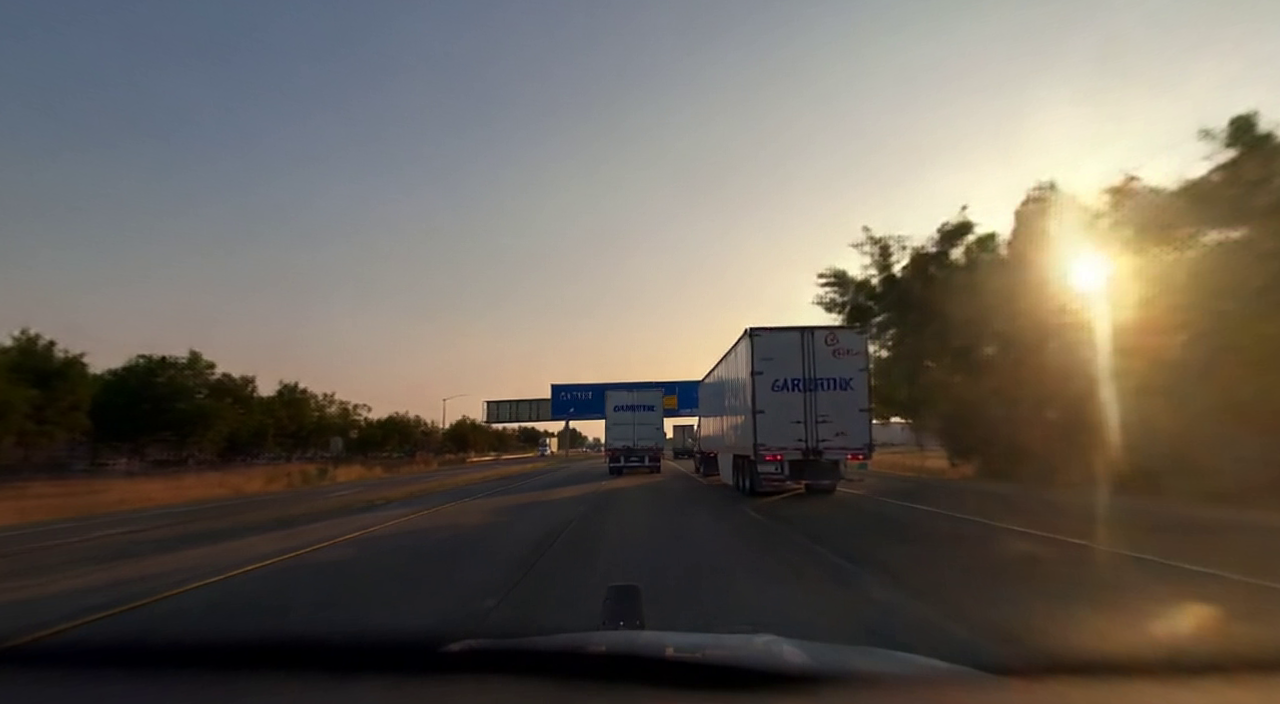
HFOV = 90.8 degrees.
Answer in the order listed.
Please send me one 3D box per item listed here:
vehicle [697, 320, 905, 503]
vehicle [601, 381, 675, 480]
[{"bbox_3d":[4.243,2.383,21.411,3.044,4.128,14.482,0,-9,-1],"label":"vehicle"},{"bbox_3d":[-0.095,3.782,29.404,2.864,3.805,9.709,0,-9,0],"label":"vehicle"}]
